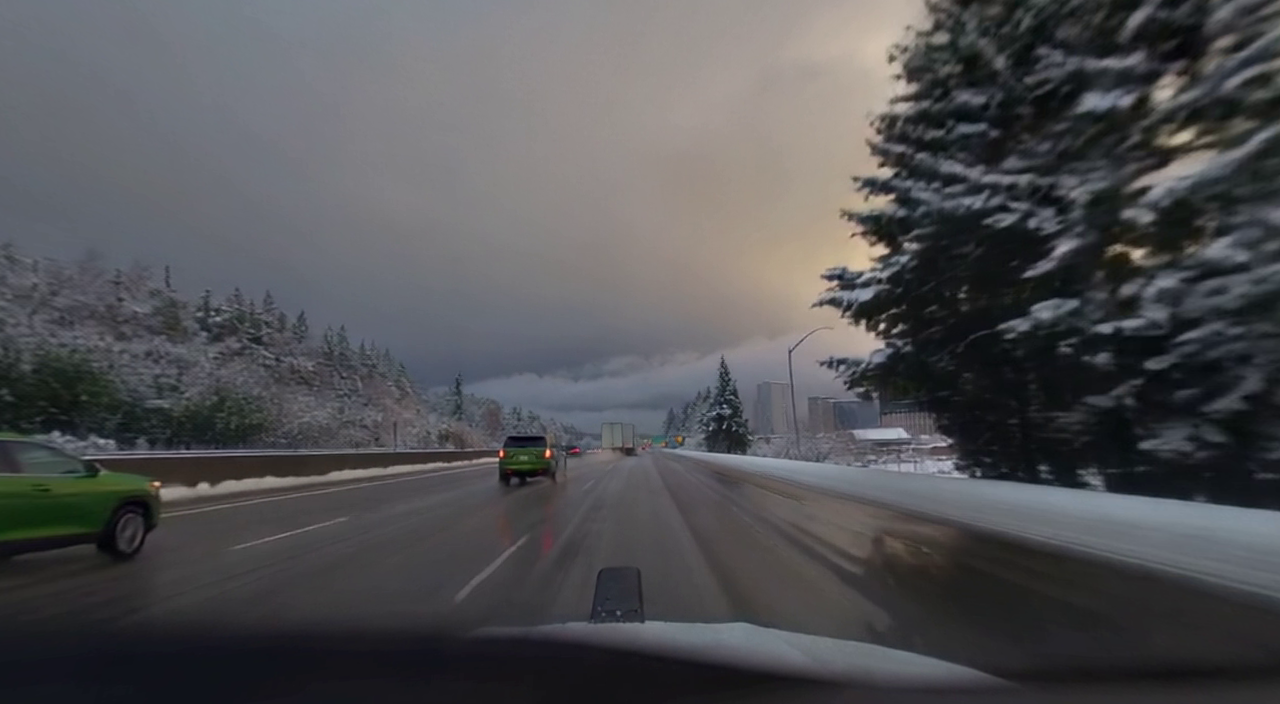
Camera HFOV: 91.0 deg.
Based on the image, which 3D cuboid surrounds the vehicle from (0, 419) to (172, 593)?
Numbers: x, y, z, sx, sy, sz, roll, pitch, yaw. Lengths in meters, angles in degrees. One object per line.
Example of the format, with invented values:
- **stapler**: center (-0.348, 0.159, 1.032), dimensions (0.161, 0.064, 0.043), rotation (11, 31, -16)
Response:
- **vehicle**: center (-6.633, 1.320, 5.380), dimensions (1.969, 1.520, 4.190), rotation (1, -9, 1)

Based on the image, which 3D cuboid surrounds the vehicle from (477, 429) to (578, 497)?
- **vehicle**: center (-3.181, 3.244, 18.785), dimensions (2.111, 1.742, 4.315), rotation (0, -9, 1)
